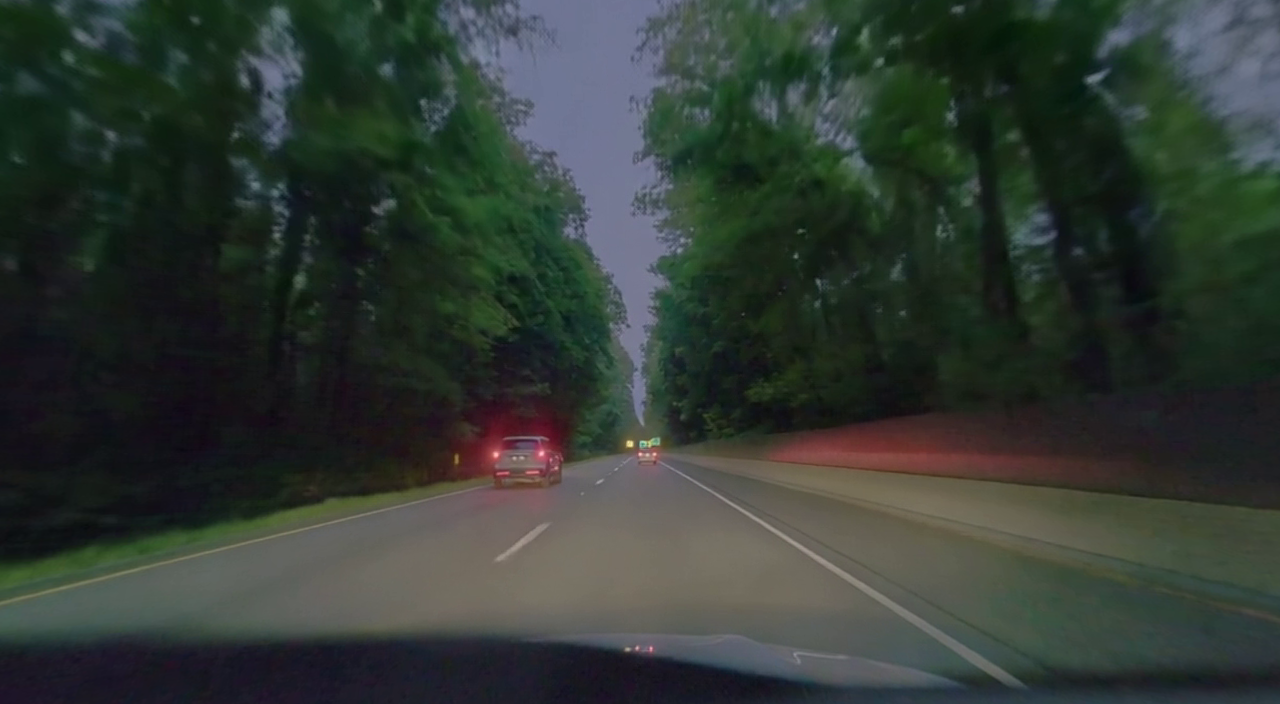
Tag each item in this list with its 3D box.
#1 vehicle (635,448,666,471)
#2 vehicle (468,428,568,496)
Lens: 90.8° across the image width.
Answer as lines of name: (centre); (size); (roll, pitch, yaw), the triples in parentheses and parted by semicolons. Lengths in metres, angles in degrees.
vehicle: (0.707, 7.464, 44.008); (2.046, 1.452, 4.407); (0, -9, 0)
vehicle: (-3.985, 3.728, 21.719); (2.418, 2.049, 4.930); (0, -9, 0)
